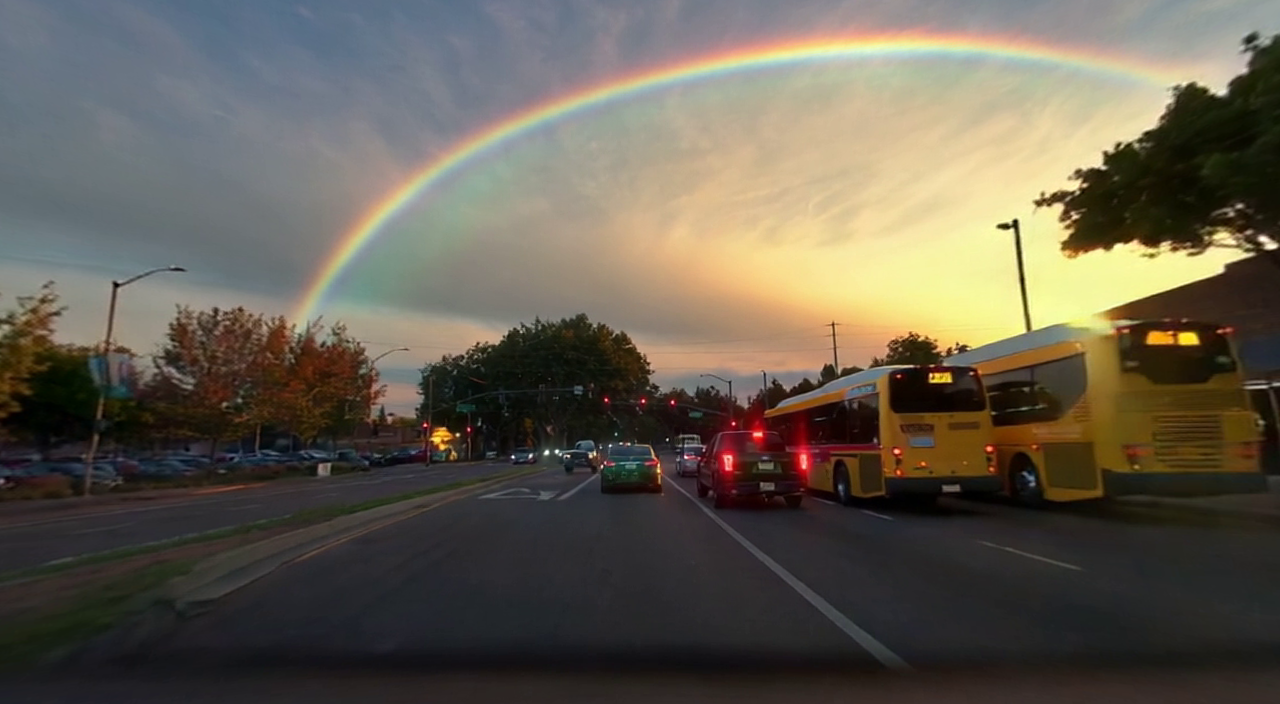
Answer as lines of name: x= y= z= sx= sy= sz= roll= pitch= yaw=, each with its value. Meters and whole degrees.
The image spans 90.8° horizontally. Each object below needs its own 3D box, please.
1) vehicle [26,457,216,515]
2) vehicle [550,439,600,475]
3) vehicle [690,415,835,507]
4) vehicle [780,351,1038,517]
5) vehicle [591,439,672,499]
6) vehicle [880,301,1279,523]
vehicle: x=-14.775 y=3.803 z=18.375 sx=1.960 sy=1.396 sz=4.185 roll=0 pitch=-9 yaw=0
vehicle: x=-3.290 y=5.388 z=32.715 sx=2.180 sy=1.708 sz=4.397 roll=0 pitch=-9 yaw=-1
vehicle: x=2.874 y=2.802 z=16.627 sx=2.490 sy=1.951 sz=5.931 roll=0 pitch=-9 yaw=-2
vehicle: x=6.353 y=2.260 z=17.117 sx=2.879 sy=3.318 sz=8.881 roll=0 pitch=-8 yaw=-1
vehicle: x=-0.279 y=3.294 z=18.187 sx=2.071 sy=1.525 sz=3.723 roll=0 pitch=-9 yaw=-2
vehicle: x=10.164 y=1.844 z=16.962 sx=3.181 sy=4.110 sz=10.468 roll=0 pitch=-9 yaw=-1
